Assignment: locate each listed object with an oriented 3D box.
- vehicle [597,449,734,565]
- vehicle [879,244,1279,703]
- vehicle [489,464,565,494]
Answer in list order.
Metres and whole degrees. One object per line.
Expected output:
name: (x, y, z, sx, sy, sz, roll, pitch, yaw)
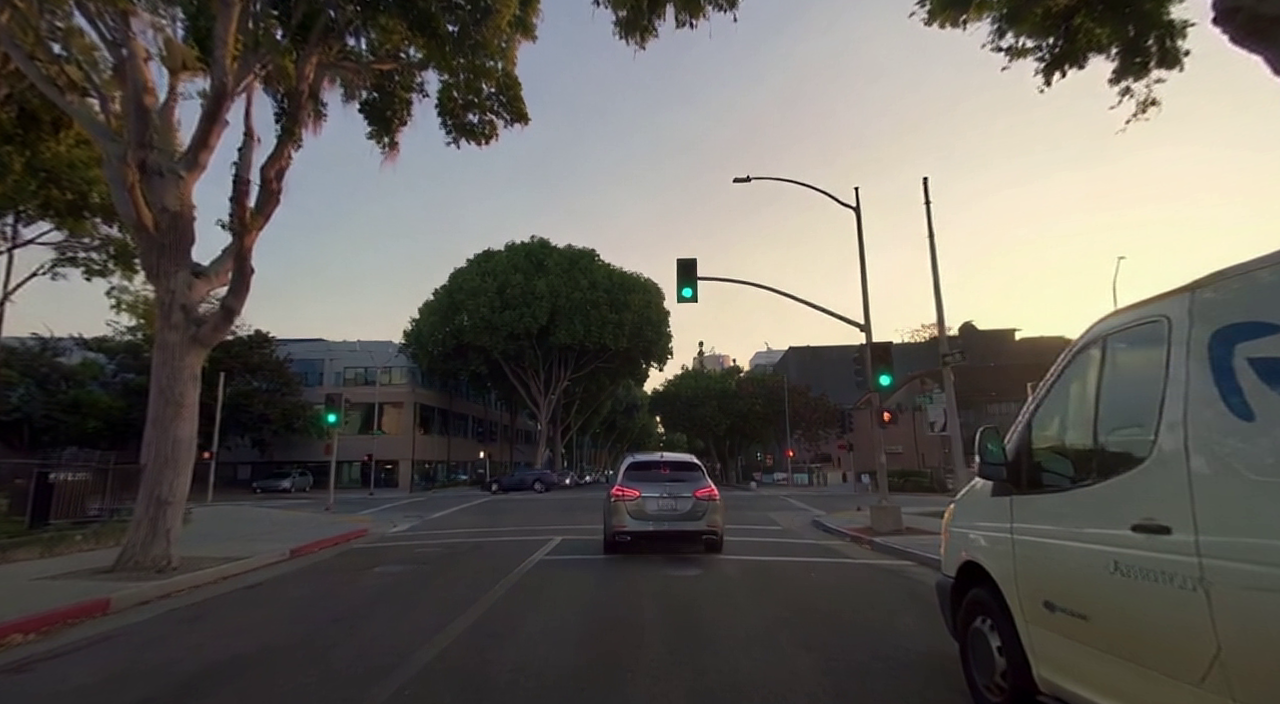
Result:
vehicle: (0.302, 2.571, 10.944, 1.961, 1.629, 3.610, 1, -11, -2)
vehicle: (2.839, 0.762, 2.104, 2.054, 1.965, 5.248, 0, -11, 1)
vehicle: (-6.874, 7.785, 38.852, 1.993, 1.692, 4.675, -6, -12, 31)
